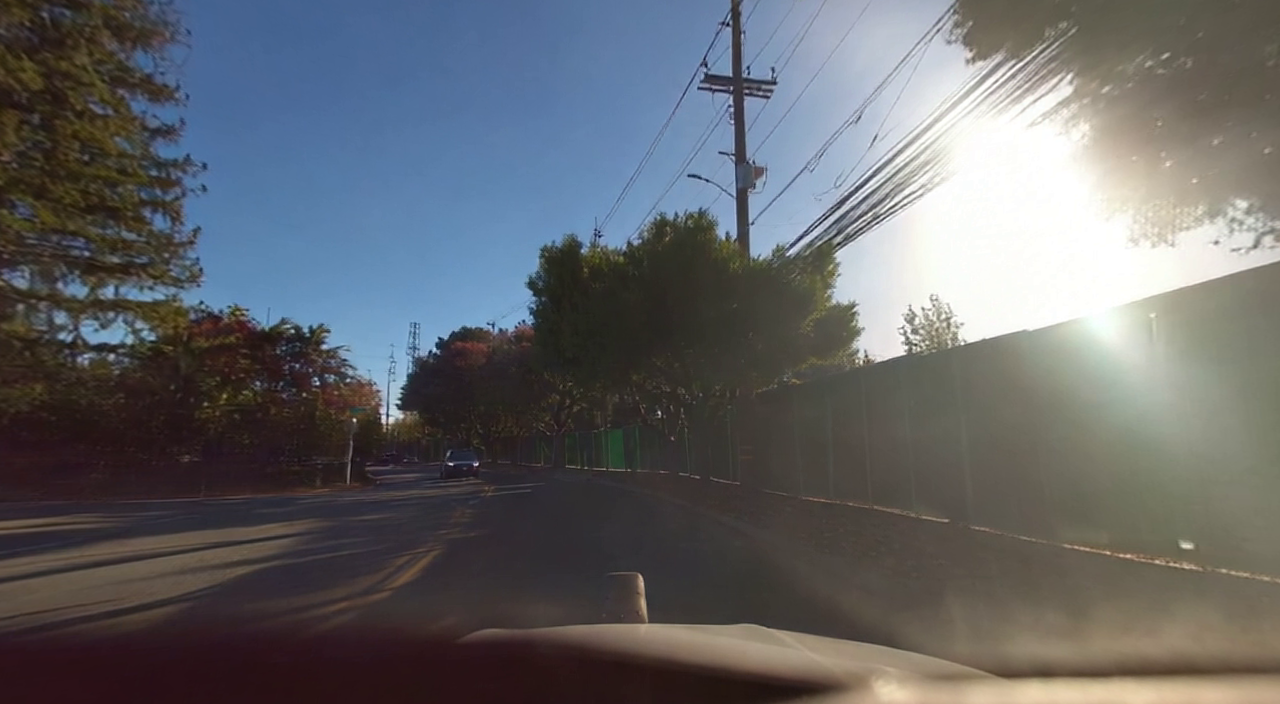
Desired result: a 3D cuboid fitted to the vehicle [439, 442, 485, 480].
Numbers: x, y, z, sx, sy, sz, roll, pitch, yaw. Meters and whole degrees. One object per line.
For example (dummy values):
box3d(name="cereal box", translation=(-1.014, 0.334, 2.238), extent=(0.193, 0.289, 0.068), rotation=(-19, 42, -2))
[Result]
box3d(name="vehicle", translation=(-9.740, 5.920, 34.551), extent=(2.185, 1.901, 4.177), rotation=(2, -9, -16))
